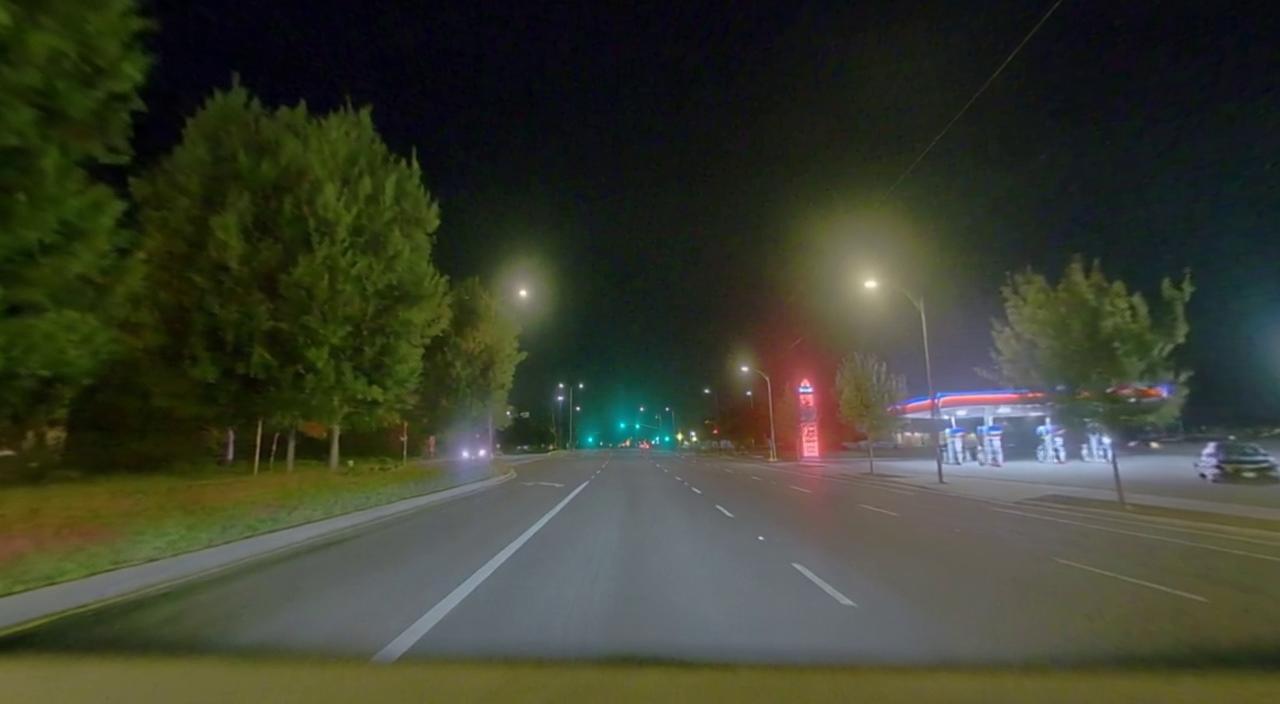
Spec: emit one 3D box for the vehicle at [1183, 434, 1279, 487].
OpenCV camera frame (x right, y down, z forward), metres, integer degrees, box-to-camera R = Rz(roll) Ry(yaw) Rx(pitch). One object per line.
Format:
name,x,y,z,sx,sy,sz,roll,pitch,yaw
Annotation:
vehicle,21.506,3.754,22.049,3.442,1.599,1.613,-3,-10,-2
